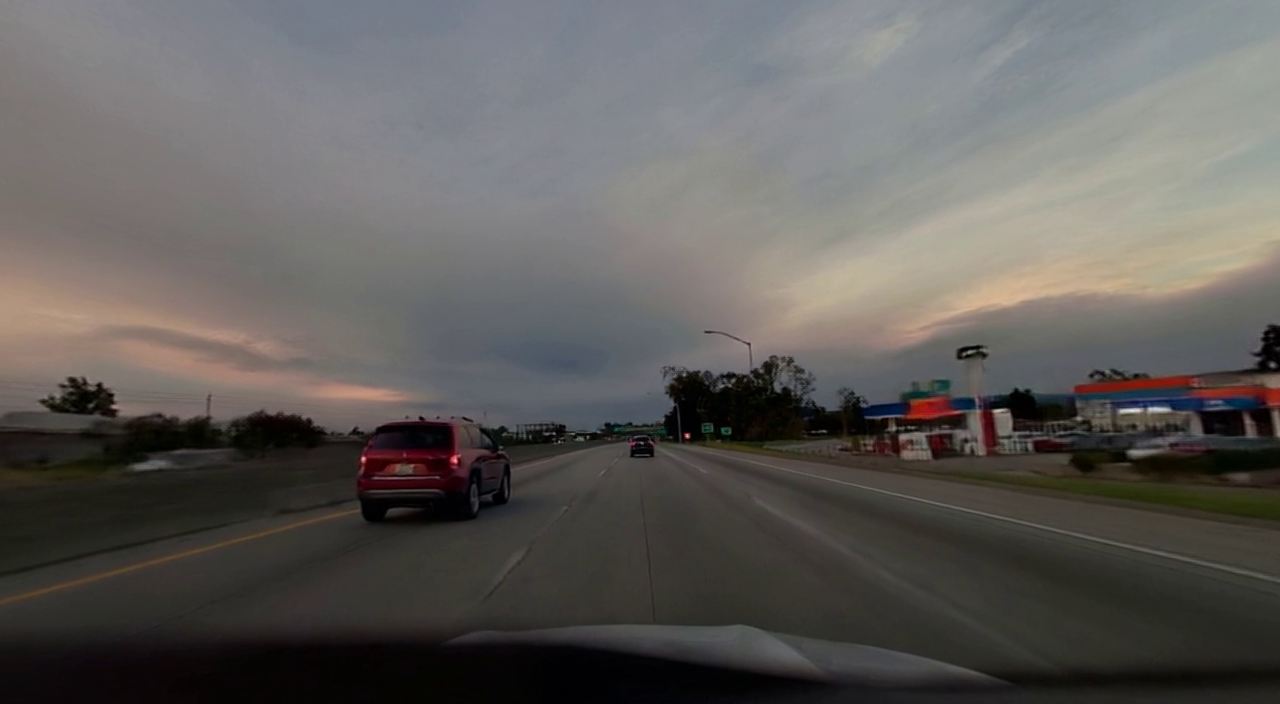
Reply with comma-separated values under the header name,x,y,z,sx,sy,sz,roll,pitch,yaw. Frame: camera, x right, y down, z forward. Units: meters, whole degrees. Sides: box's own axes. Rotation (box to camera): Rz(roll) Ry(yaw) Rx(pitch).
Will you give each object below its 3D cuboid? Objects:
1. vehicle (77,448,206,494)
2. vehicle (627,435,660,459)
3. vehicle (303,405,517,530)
name,x,y,z,sx,sy,sz,roll,pitch,yaw
vehicle,-19.561,4.631,24.972,1.768,1.587,4.096,0,-7,-1
vehicle,0.194,6.538,43.780,2.151,1.550,4.694,0,-8,-1
vehicle,-3.660,1.907,11.090,2.061,1.732,4.457,0,-8,0
